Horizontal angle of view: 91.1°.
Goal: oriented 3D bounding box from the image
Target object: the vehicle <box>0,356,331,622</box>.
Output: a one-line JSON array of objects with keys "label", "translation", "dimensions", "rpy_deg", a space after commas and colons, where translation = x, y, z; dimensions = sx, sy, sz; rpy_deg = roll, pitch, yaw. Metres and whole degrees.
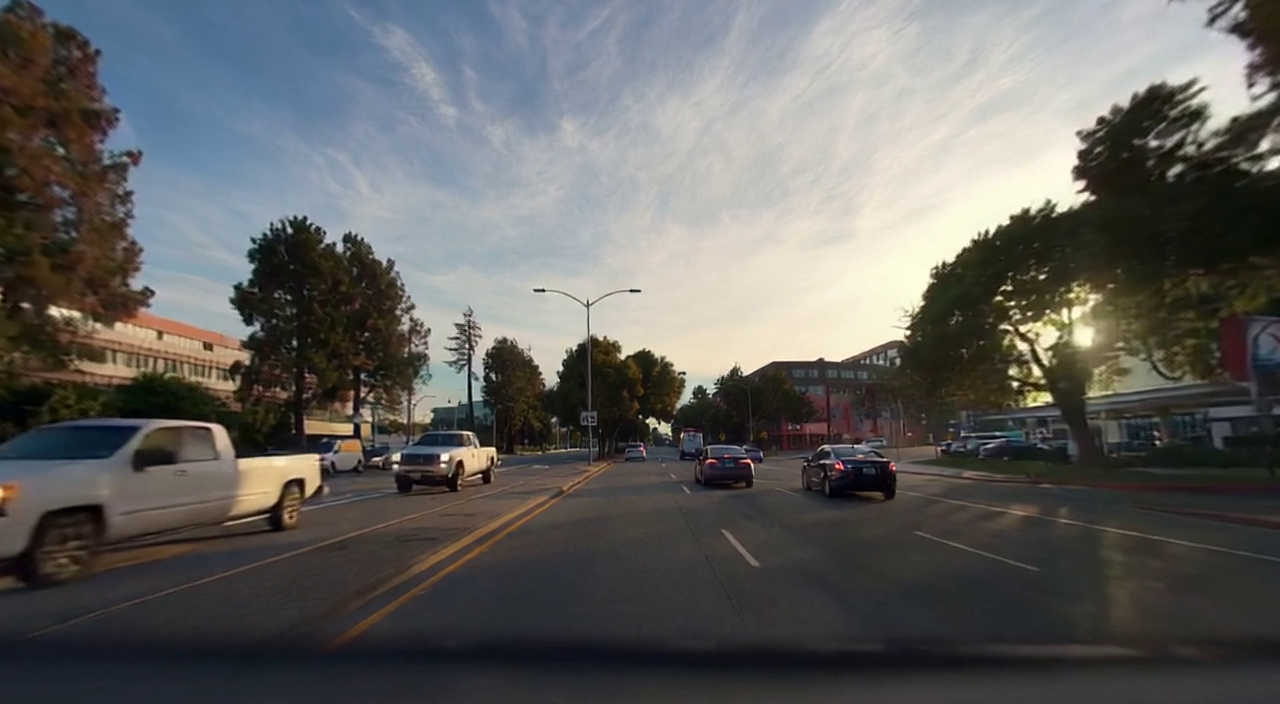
[{"label": "vehicle", "translation": [-5.669, 1.307, 6.704], "dimensions": [2.187, 1.868, 5.181], "rpy_deg": [-1, -8, -1]}]

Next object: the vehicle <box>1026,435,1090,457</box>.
[{"label": "vehicle", "translation": [29.224, 6.584, 44.044], "dimensions": [1.933, 1.463, 4.033], "rpy_deg": [0, -8, 4]}]

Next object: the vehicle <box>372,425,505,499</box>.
[{"label": "vehicle", "translation": [-5.496, 3.068, 18.012], "dimensions": [2.016, 1.770, 5.300], "rpy_deg": [0, -8, 0]}]

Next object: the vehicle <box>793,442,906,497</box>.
[{"label": "vehicle", "translation": [6.277, 3.531, 19.421], "dimensions": [1.918, 1.484, 4.456], "rpy_deg": [0, -8, -1]}]

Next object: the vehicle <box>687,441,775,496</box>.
[{"label": "vehicle", "translation": [2.668, 3.513, 19.501], "dimensions": [1.971, 1.479, 4.493], "rpy_deg": [0, -8, -1]}]

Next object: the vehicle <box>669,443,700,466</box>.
[{"label": "vehicle", "translation": [3.086, 7.220, 44.345], "dimensions": [1.877, 1.502, 3.958], "rpy_deg": [0, -8, 0]}]

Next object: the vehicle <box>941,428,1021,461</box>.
[{"label": "vehicle", "translation": [23.763, 6.507, 44.093], "dimensions": [2.152, 2.069, 6.067], "rpy_deg": [-1, -8, -1]}]
